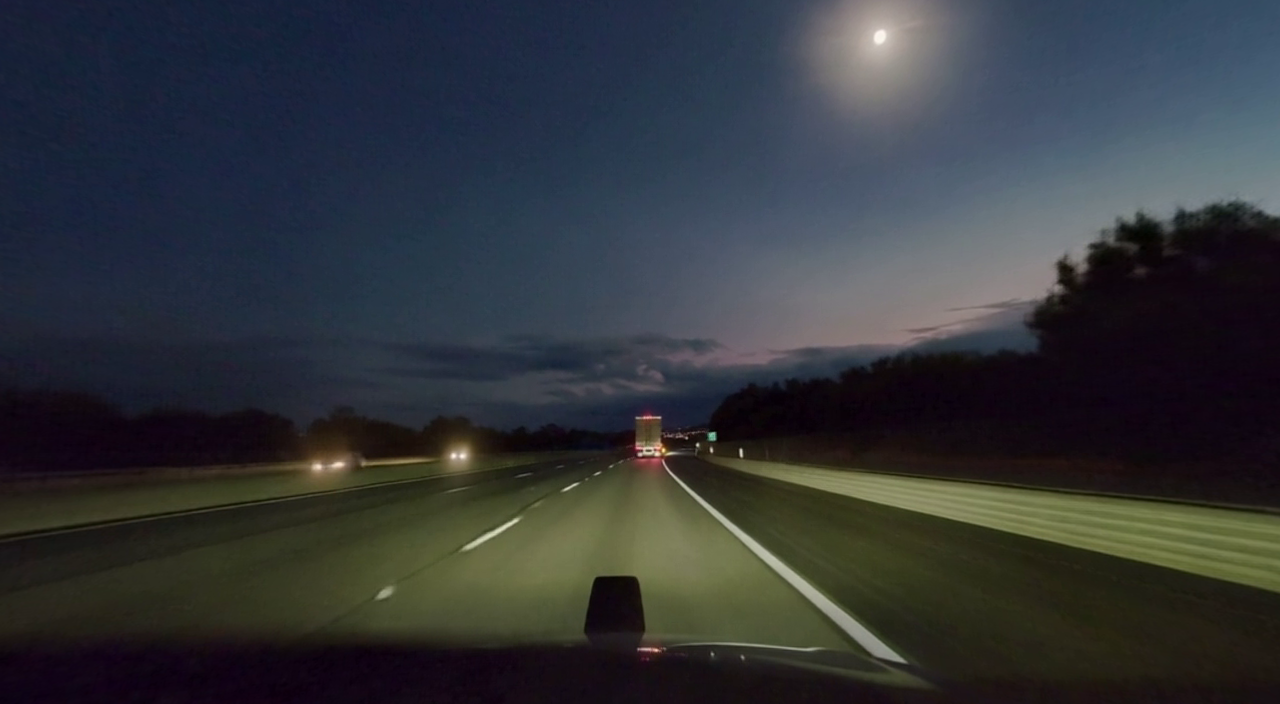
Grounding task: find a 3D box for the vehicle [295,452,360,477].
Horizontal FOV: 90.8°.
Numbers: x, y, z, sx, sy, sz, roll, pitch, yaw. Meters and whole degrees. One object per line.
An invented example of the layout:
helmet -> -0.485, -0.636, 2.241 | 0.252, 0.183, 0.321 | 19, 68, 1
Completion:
vehicle -> -20.034, 7.189, 40.670 | 1.840, 1.486, 4.313 | -1, -9, 1
